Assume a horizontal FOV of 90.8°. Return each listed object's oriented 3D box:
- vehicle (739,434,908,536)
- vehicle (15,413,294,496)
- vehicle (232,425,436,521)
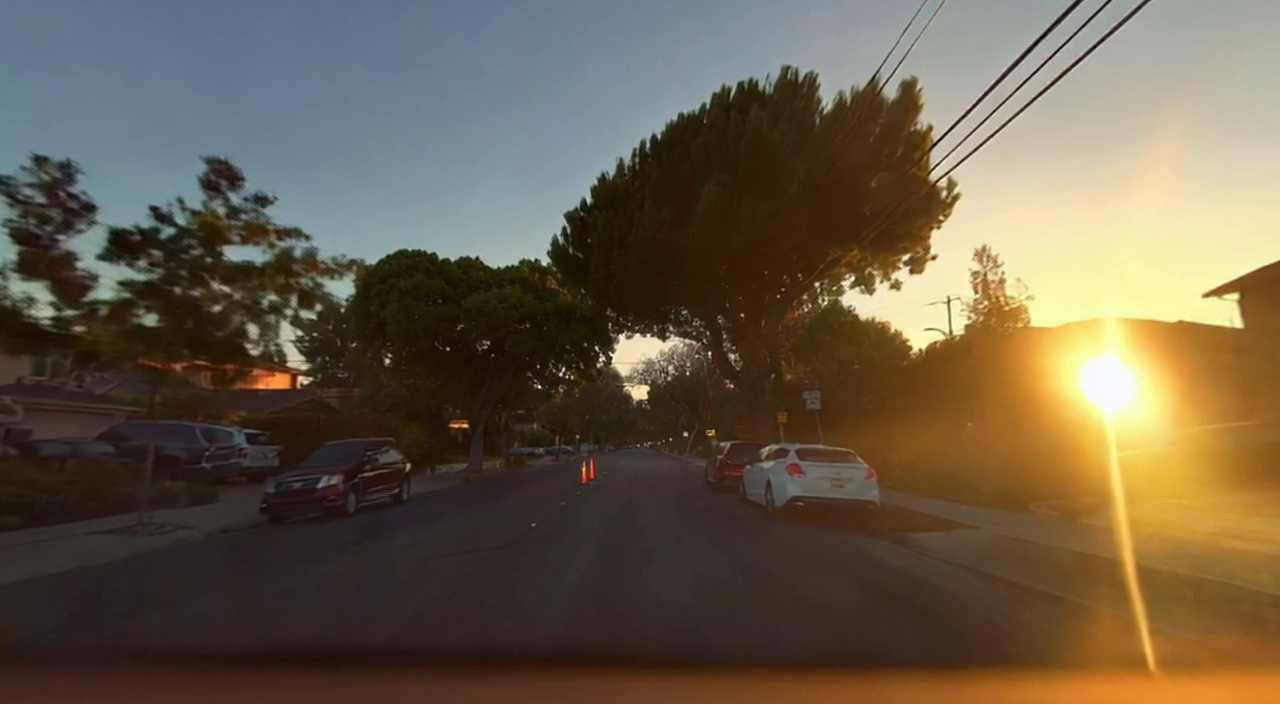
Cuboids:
[{"bbox_3d":[3.294,2.471,12.415,1.896,1.602,4.571,0,-9,0],"label":"vehicle"},{"bbox_3d":[-15.028,3.208,19.963,6.526,2.046,2.522,4,-8,-1],"label":"vehicle"},{"bbox_3d":[-6.989,2.858,15.297,2.266,1.877,5.167,0,-10,1],"label":"vehicle"}]
